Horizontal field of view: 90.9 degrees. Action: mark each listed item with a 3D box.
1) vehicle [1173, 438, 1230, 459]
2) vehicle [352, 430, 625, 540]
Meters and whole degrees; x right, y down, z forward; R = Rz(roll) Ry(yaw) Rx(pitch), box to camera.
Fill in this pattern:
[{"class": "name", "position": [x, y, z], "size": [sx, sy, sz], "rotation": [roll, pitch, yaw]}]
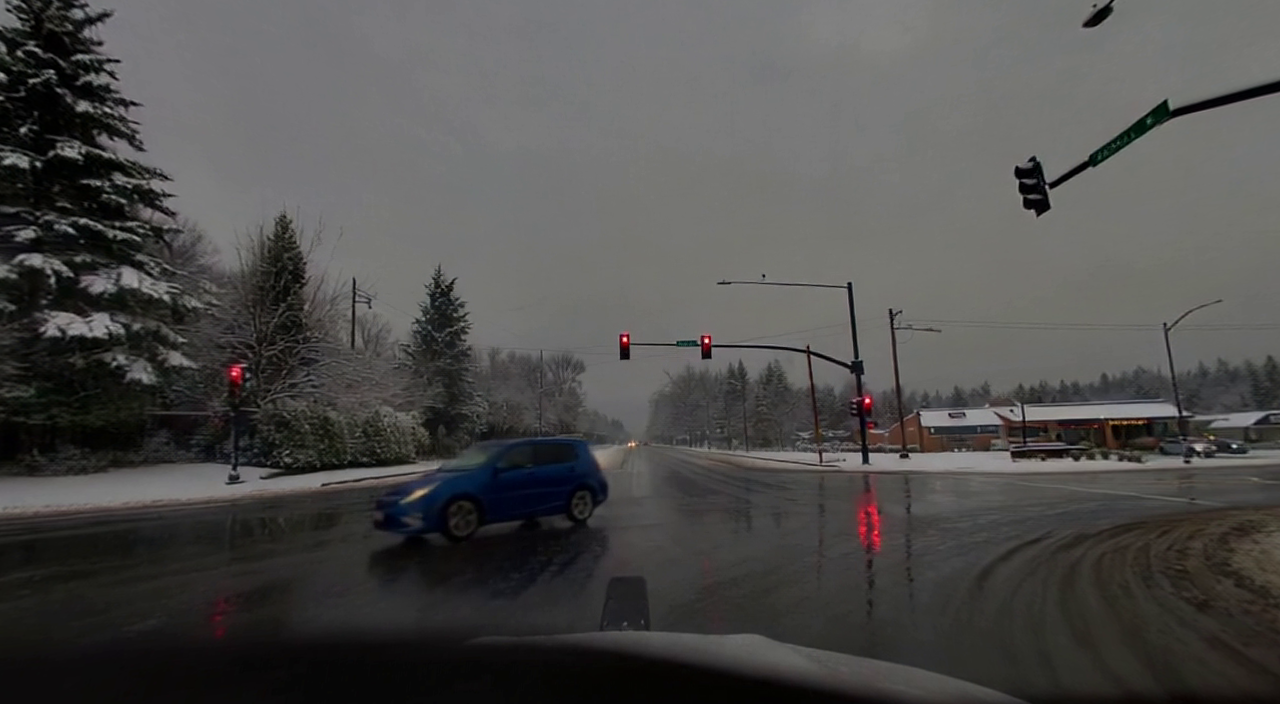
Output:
[{"class": "vehicle", "position": [42.834, 7.348, 48.056], "size": [4.133, 1.561, 1.824], "rotation": [5, -10, -29]}, {"class": "vehicle", "position": [-2.416, 2.189, 11.109], "size": [1.877, 1.523, 4.377], "rotation": [-7, -11, 39]}]
